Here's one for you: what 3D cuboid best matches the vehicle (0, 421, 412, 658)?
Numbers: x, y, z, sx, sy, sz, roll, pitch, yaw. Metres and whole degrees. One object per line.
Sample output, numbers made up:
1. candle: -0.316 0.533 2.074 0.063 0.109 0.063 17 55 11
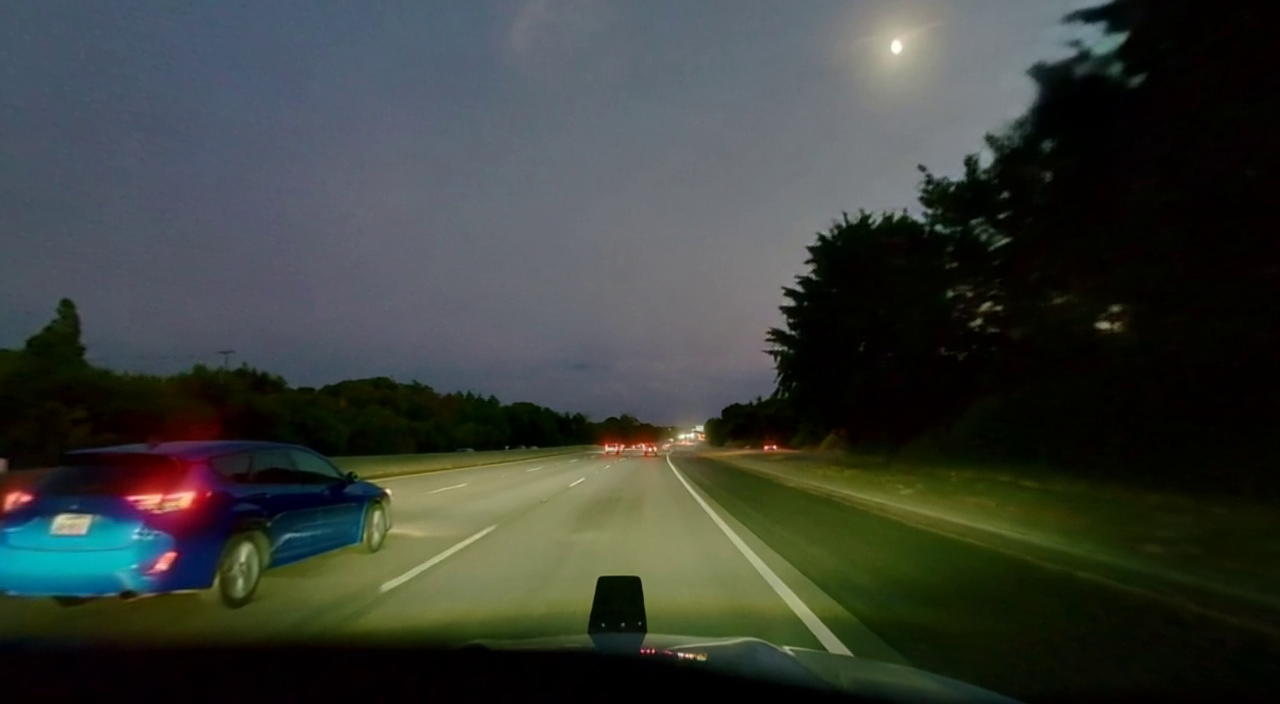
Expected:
1. vehicle: -4.137 1.500 6.230 1.996 1.454 4.495 0 -8 1
